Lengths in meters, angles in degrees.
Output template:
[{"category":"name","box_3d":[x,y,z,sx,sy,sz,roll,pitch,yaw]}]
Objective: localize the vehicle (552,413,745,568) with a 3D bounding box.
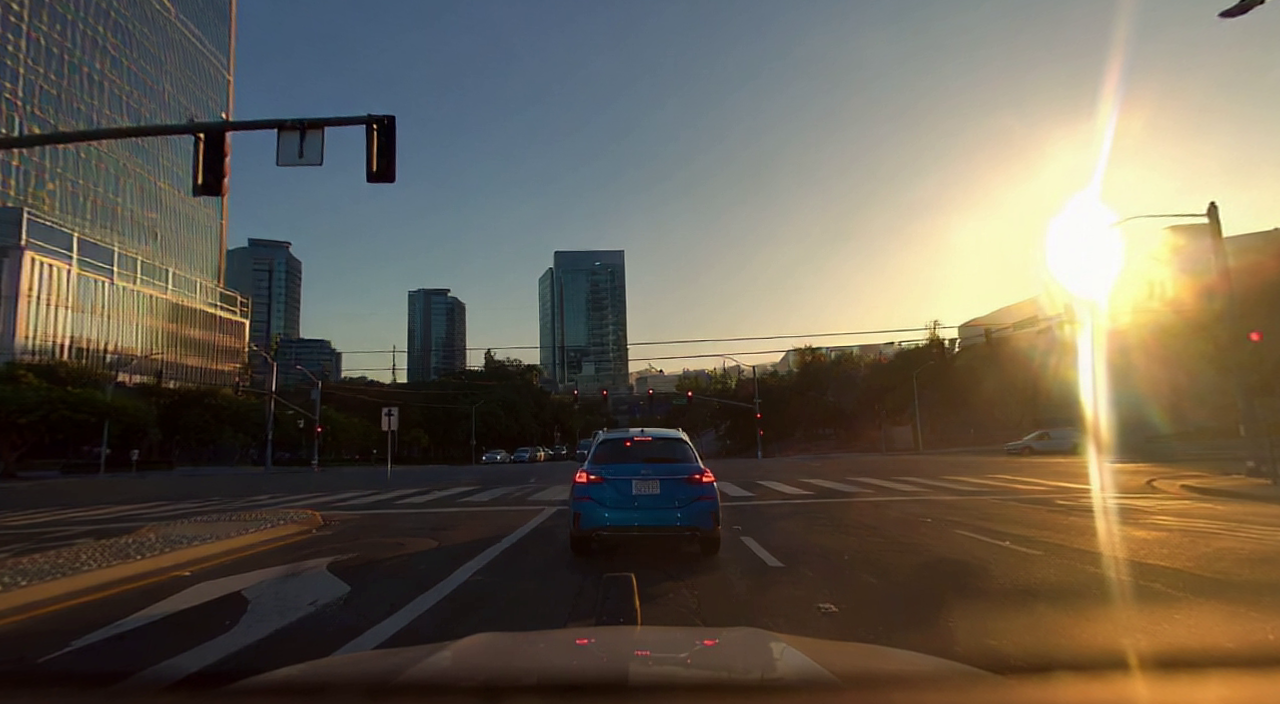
[{"category":"vehicle","box_3d":[0.048,1.755,8.710,2.027,1.626,3.942,0,-8,-1]}]
